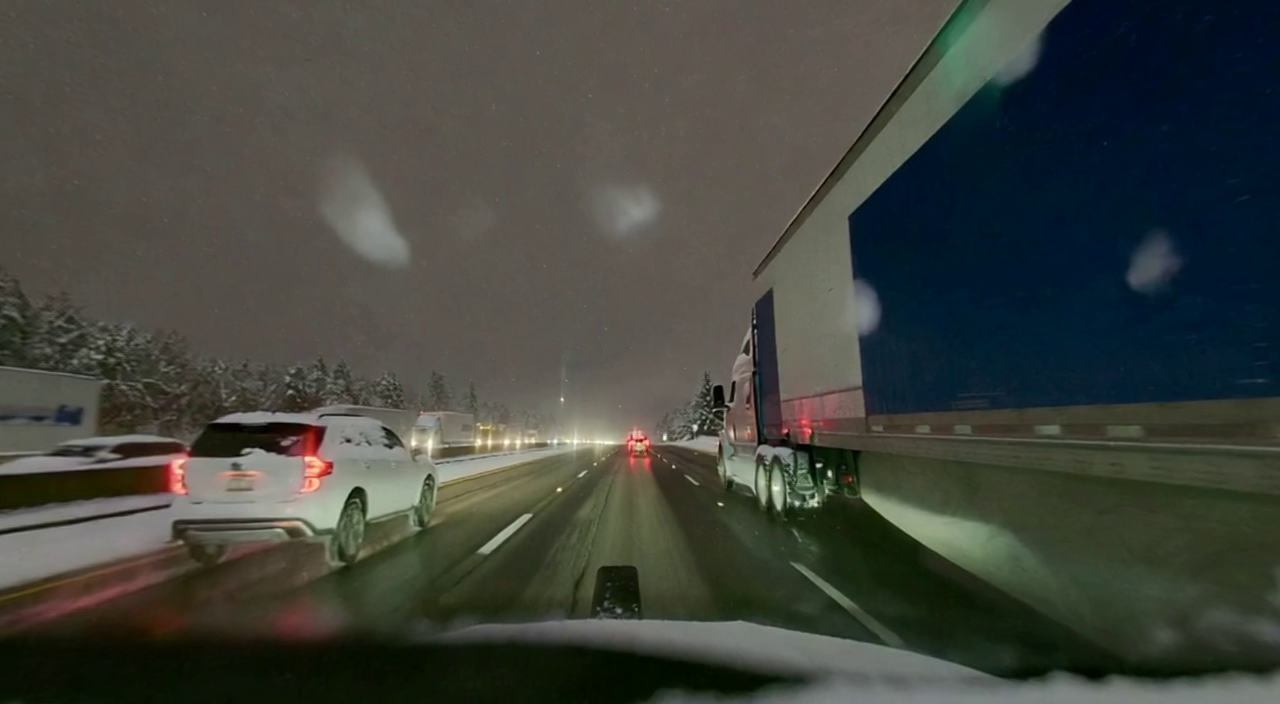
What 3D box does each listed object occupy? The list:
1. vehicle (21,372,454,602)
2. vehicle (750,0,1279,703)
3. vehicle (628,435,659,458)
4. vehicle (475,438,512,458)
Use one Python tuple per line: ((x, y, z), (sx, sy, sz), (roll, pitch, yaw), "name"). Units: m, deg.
((-4.032, 1.423, 7.618), (2.115, 1.887, 4.721), (0, -8, 0), "vehicle")
((3.594, -0.218, 4.496), (2.899, 4.264, 14.325), (1, -8, -1), "vehicle")
((0.236, 6.583, 44.068), (2.051, 1.528, 4.265), (0, -8, 0), "vehicle")
((-11.298, 7.461, 48.855), (1.891, 1.475, 3.958), (0, -8, 1), "vehicle")
